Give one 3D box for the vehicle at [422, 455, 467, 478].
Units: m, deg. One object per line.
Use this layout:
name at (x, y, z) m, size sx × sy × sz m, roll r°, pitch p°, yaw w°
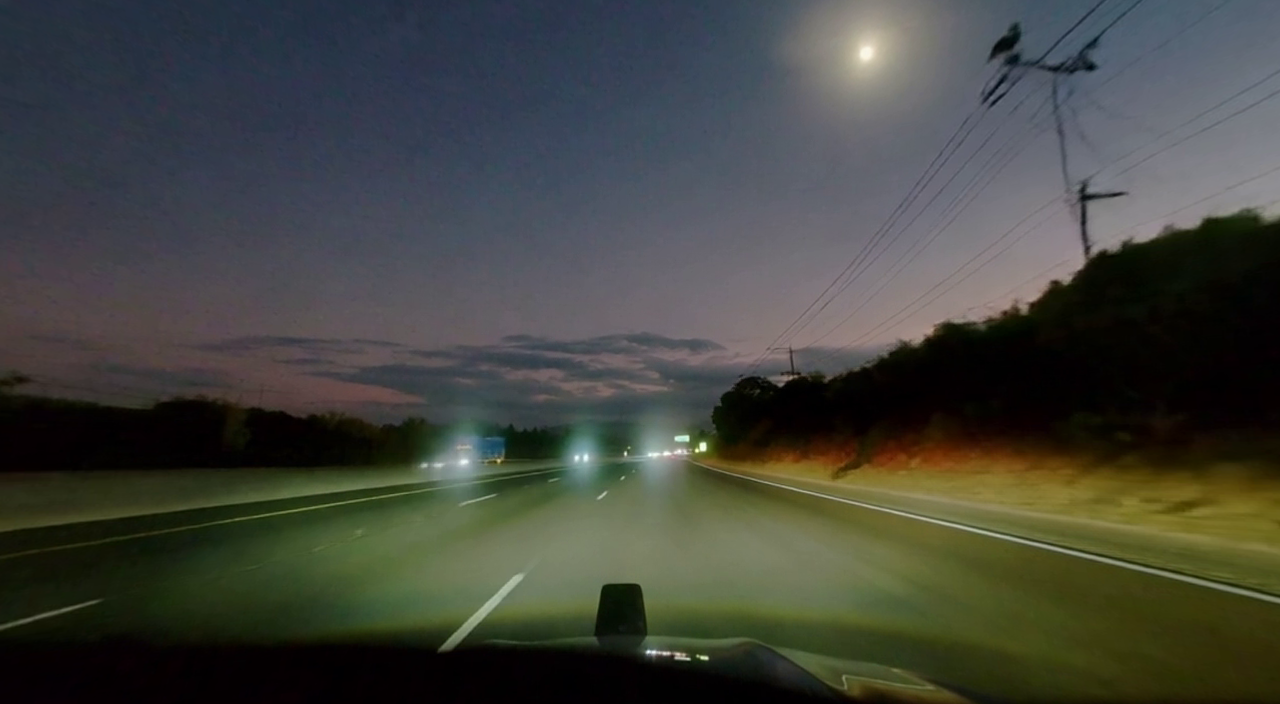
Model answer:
vehicle at (-14.051, 8.225, 45.410) m, size 1.920 × 1.524 × 3.716 m, roll 0°, pitch -9°, yaw 3°
